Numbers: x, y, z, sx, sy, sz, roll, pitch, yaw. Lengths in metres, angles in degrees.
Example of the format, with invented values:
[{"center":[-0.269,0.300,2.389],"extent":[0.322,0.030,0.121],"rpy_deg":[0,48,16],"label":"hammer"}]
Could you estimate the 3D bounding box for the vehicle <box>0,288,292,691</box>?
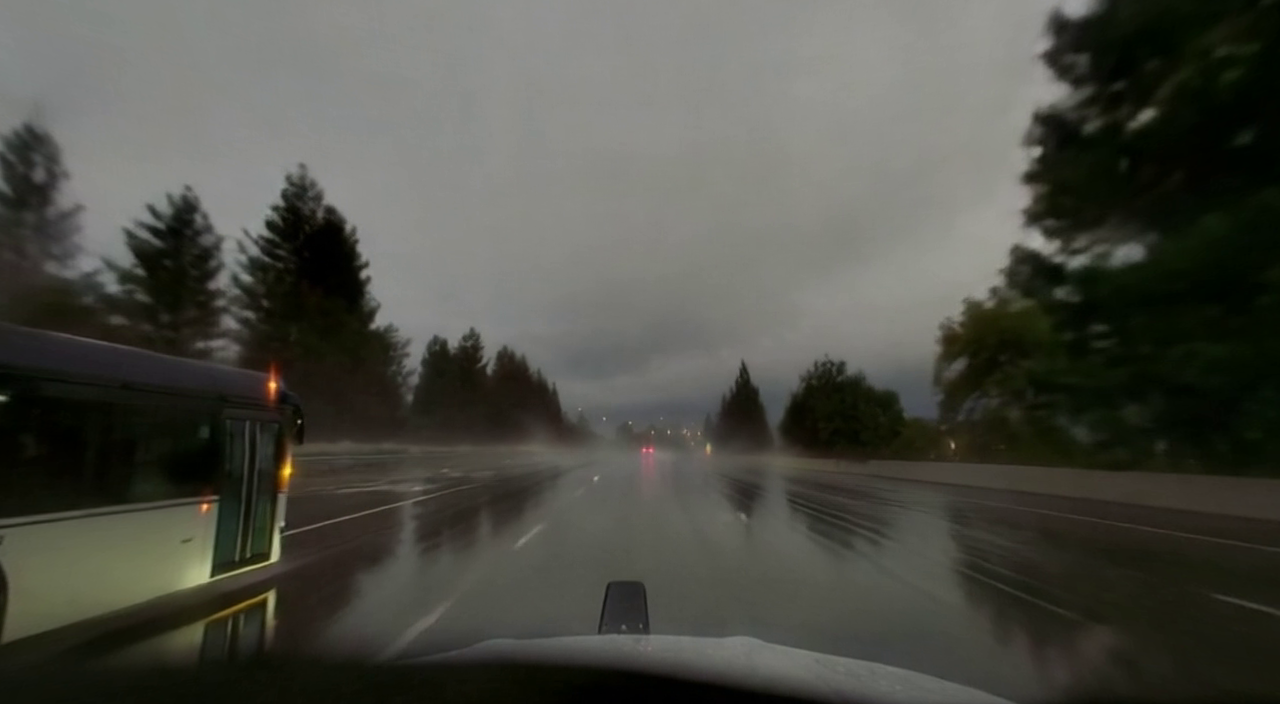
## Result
[{"center":[-4.253,0.659,2.978],"extent":[2.127,1.985,5.205],"rpy_deg":[0,-8,1],"label":"vehicle"}]
